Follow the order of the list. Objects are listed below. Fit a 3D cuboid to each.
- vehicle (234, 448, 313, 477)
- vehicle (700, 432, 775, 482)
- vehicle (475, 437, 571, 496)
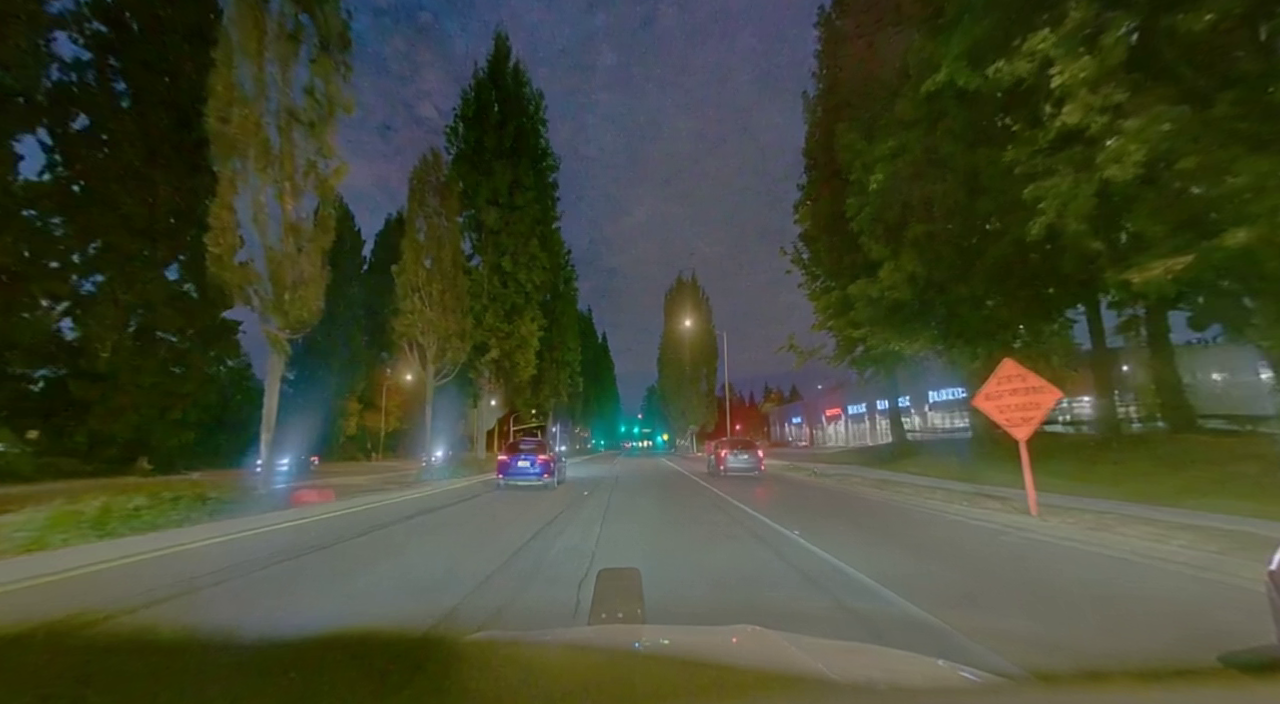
[{"bbox_3d":[-22.084,6.655,38.305,1.996,1.605,4.671,0,-9,0],"label":"vehicle"},{"bbox_3d":[3.792,4.185,25.487,2.159,1.793,4.735,0,-9,-2],"label":"vehicle"},{"bbox_3d":[-3.203,3.216,18.149,2.020,1.474,4.098,0,-9,-1],"label":"vehicle"}]
